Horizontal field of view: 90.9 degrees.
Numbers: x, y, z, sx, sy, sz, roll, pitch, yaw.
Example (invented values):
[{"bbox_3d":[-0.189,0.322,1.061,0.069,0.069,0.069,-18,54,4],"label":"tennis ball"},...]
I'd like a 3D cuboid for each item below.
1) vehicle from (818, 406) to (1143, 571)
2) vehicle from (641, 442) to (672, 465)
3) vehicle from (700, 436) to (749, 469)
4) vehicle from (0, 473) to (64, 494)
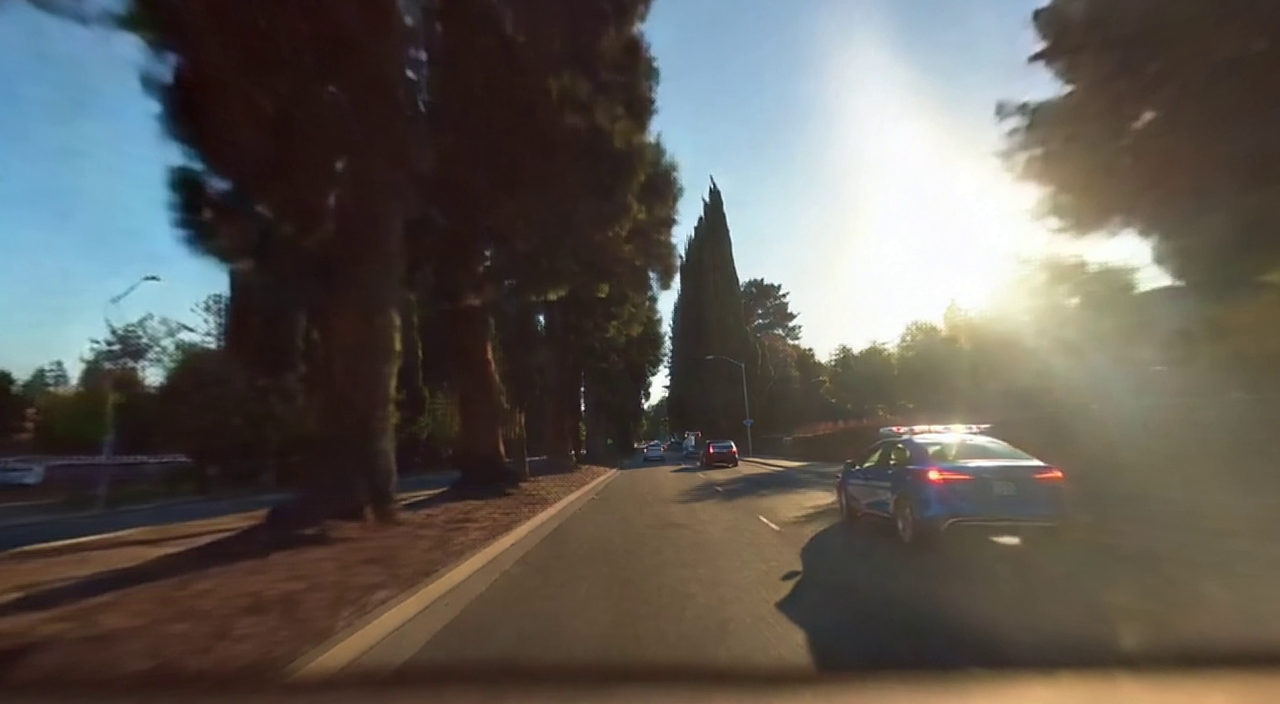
[{"bbox_3d":[4.046,1.682,8.522,2.052,1.639,4.123,-1,-8,0],"label":"vehicle"},{"bbox_3d":[1.087,6.934,43.347,2.026,1.466,4.282,-1,-8,0],"label":"vehicle"},{"bbox_3d":[4.591,5.532,34.928,2.110,1.666,3.912,-1,-8,0],"label":"vehicle"},{"bbox_3d":[-48.103,10.365,49.697,3.488,1.525,1.736,0,-8,-1],"label":"vehicle"}]
